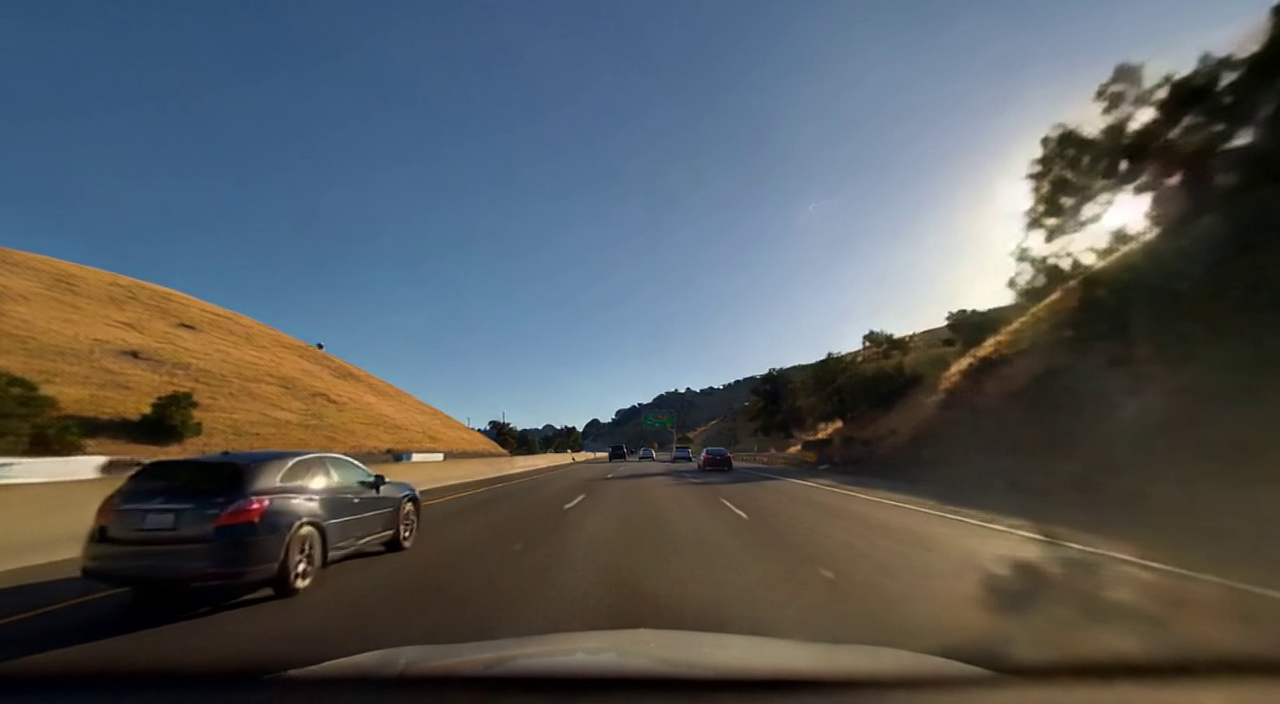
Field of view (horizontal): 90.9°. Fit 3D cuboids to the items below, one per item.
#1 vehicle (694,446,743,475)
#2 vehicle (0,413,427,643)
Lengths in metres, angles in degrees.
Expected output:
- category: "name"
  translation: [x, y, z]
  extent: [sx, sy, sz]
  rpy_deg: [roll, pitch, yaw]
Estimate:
- category: "vehicle"
  translation: [3.911, 5.447, 31.976]
  extent: [1.976, 1.352, 3.602]
  rpy_deg: [0, -8, -1]
- category: "vehicle"
  translation: [-3.791, 1.459, 6.266]
  extent: [1.910, 1.521, 3.930]
  rpy_deg: [0, -8, 1]
